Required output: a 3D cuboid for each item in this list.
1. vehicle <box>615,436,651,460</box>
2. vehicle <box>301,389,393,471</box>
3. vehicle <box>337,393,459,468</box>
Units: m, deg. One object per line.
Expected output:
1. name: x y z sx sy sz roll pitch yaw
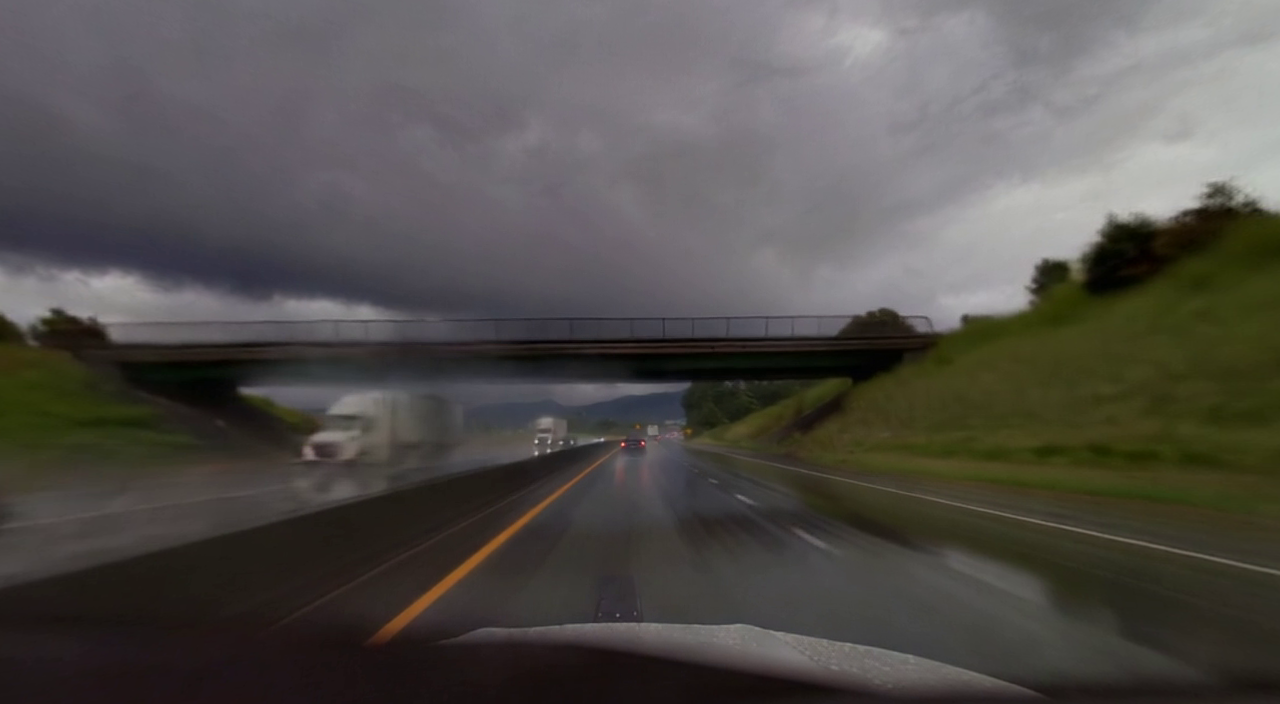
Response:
1. vehicle: -0.436 5.671 37.426 1.996 1.325 4.029 0 -7 -1
2. vehicle: -14.092 3.780 30.543 3.005 3.782 2.671 0 -8 -1
3. vehicle: -14.178 4.814 38.374 2.764 3.825 11.730 0 -8 0
